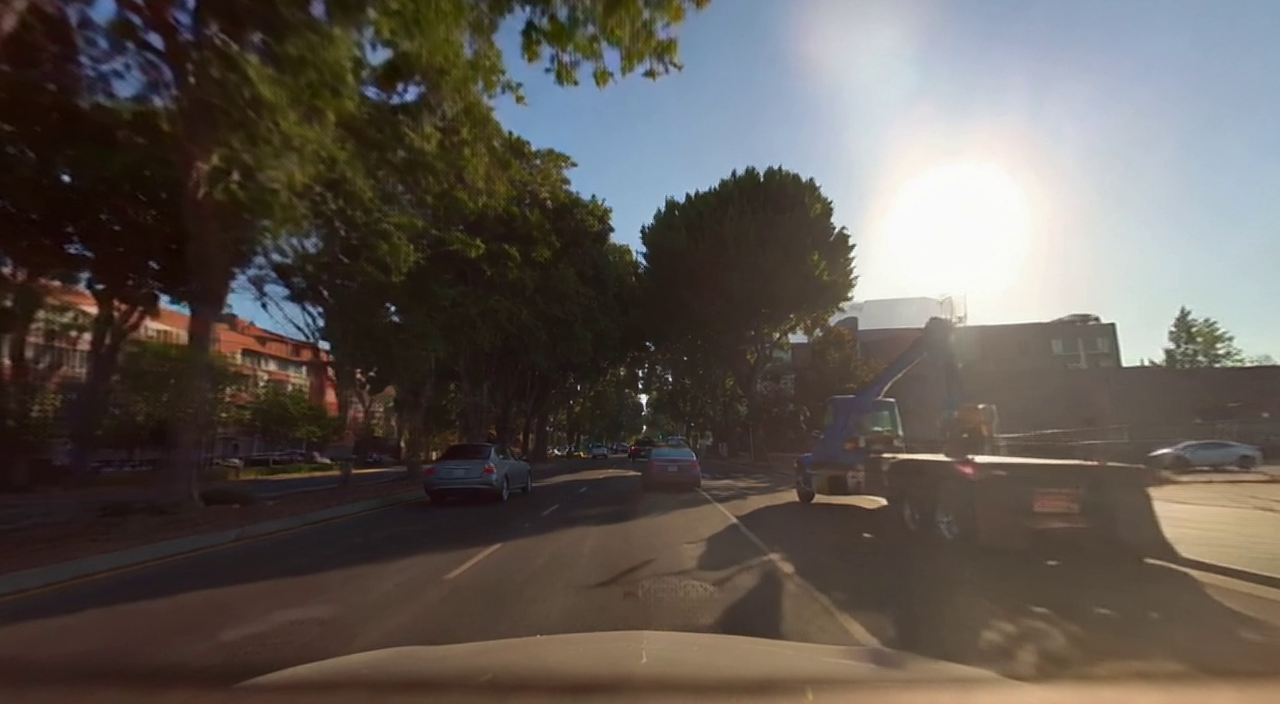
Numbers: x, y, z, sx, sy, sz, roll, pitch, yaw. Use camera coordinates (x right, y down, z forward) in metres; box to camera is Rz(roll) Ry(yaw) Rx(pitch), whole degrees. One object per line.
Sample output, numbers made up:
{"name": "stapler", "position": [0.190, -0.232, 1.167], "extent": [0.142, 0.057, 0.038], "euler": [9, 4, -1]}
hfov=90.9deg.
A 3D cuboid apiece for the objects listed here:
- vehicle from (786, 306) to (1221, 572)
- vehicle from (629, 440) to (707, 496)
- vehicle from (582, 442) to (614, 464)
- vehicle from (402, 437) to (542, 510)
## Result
{"name": "vehicle", "position": [5.453, 1.671, 12.201], "extent": [3.089, 3.258, 8.841], "euler": [0, -8, 0]}
{"name": "vehicle", "position": [0.844, 3.428, 18.967], "extent": [2.086, 1.466, 4.026], "euler": [0, -9, 3]}
{"name": "vehicle", "position": [-3.200, 7.871, 49.064], "extent": [2.062, 1.641, 4.193], "euler": [0, -9, 2]}
{"name": "vehicle", "position": [-3.885, 2.901, 15.576], "extent": [2.003, 1.507, 4.808], "euler": [0, -9, 2]}
